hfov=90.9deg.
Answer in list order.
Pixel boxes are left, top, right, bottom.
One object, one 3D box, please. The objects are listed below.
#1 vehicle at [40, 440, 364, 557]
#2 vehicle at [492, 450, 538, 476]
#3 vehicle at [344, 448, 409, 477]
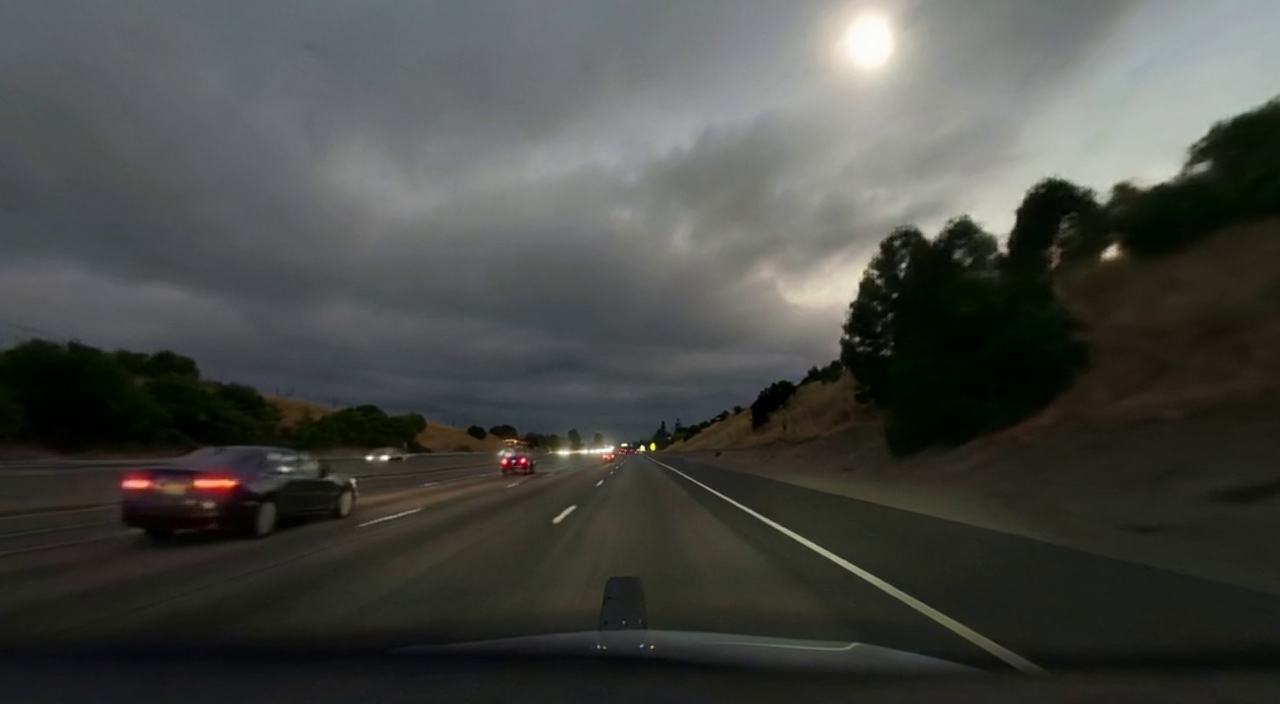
[{"bbox_3d":[-6.654,2.244,10.445,2.015,1.483,4.626,0,-9,0],"label":"vehicle"},{"bbox_3d":[-7.524,6.691,38.301,1.966,1.476,4.240,0,-9,0],"label":"vehicle"},{"bbox_3d":[-14.618,6.135,35.217,1.794,1.461,4.344,0,-9,0],"label":"vehicle"}]
